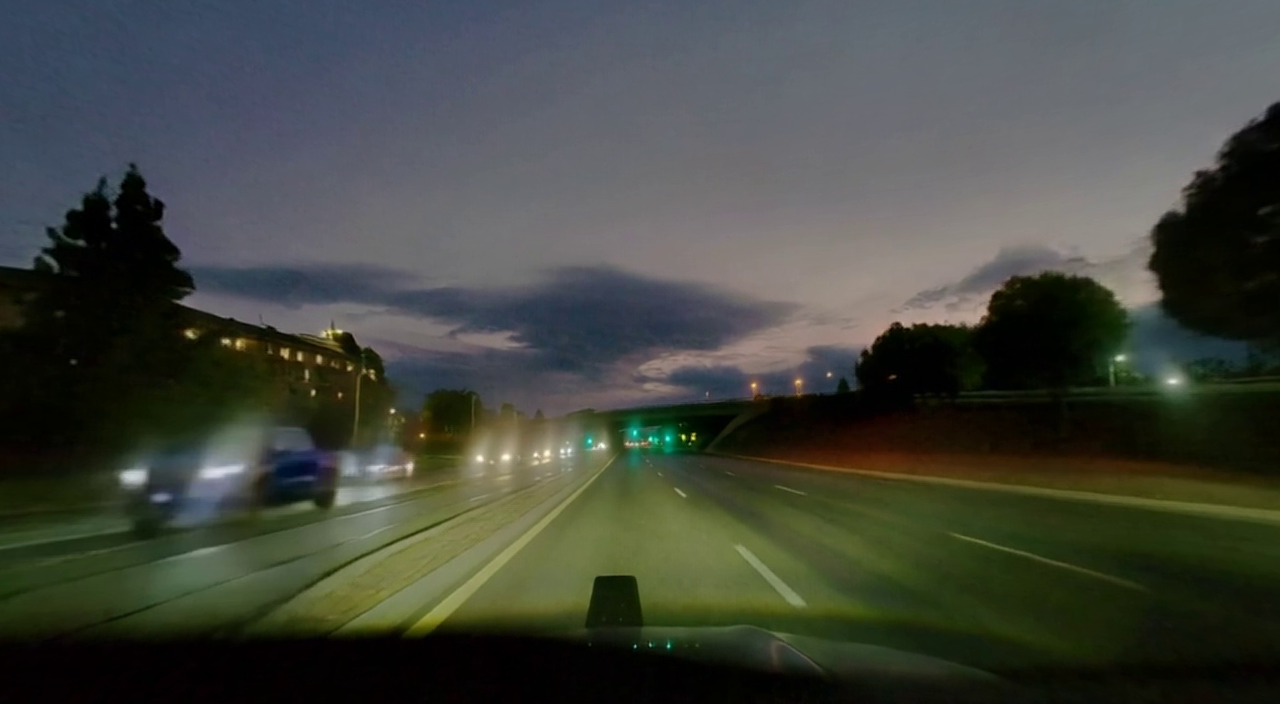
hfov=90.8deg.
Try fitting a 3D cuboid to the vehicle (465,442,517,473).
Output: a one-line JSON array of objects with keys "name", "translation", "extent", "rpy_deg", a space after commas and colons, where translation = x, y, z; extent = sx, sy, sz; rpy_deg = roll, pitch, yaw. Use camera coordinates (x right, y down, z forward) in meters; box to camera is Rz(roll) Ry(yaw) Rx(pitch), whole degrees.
[{"name": "vehicle", "translation": [-8.673, 6.190, 37.238], "extent": [2.017, 1.666, 4.293], "rpy_deg": [0, -9, 0]}]

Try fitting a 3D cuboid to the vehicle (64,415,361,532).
[{"name": "vehicle", "translation": [-8.587, 2.509, 13.736], "extent": [2.312, 1.970, 5.878], "rpy_deg": [0, -9, 0]}]

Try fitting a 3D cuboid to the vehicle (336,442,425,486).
[{"name": "vehicle", "translation": [-11.870, 5.108, 29.295], "extent": [2.123, 1.769, 4.886], "rpy_deg": [-2, -8, -1]}]
